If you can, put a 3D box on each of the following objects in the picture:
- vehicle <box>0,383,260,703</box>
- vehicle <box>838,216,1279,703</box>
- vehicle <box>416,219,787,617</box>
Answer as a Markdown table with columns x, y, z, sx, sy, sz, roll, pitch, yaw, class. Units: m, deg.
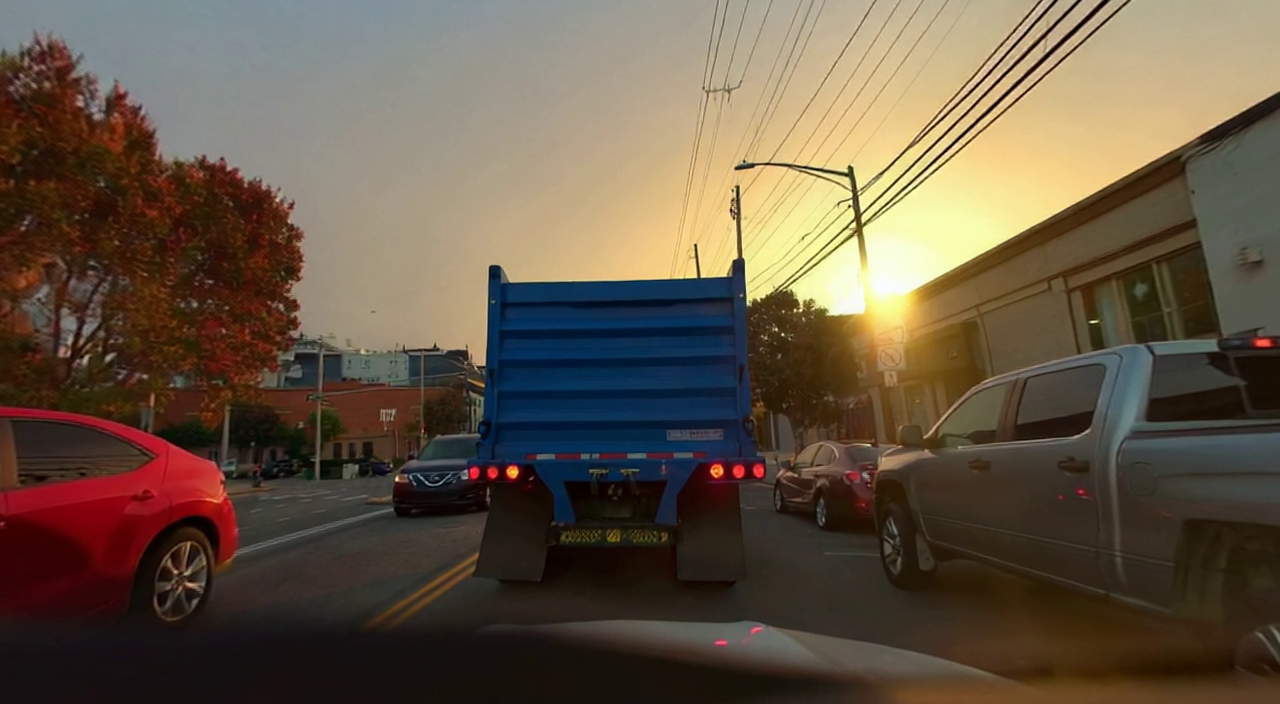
| x | y | z | sx | sy | sz | roll | pitch | yaw | class |
| --- | --- | --- | --- | --- | --- | --- | --- | --- | --- |
| -4.124 | 0.957 | 2.839 | 1.988 | 1.657 | 4.492 | 0 | -8 | 0 | vehicle |
| 3.234 | 0.824 | 3.865 | 2.242 | 1.979 | 5.722 | 0 | -8 | 1 | vehicle |
| -0.236 | 1.072 | 9.205 | 2.878 | 3.204 | 8.244 | 0 | -8 | 1 | vehicle |
